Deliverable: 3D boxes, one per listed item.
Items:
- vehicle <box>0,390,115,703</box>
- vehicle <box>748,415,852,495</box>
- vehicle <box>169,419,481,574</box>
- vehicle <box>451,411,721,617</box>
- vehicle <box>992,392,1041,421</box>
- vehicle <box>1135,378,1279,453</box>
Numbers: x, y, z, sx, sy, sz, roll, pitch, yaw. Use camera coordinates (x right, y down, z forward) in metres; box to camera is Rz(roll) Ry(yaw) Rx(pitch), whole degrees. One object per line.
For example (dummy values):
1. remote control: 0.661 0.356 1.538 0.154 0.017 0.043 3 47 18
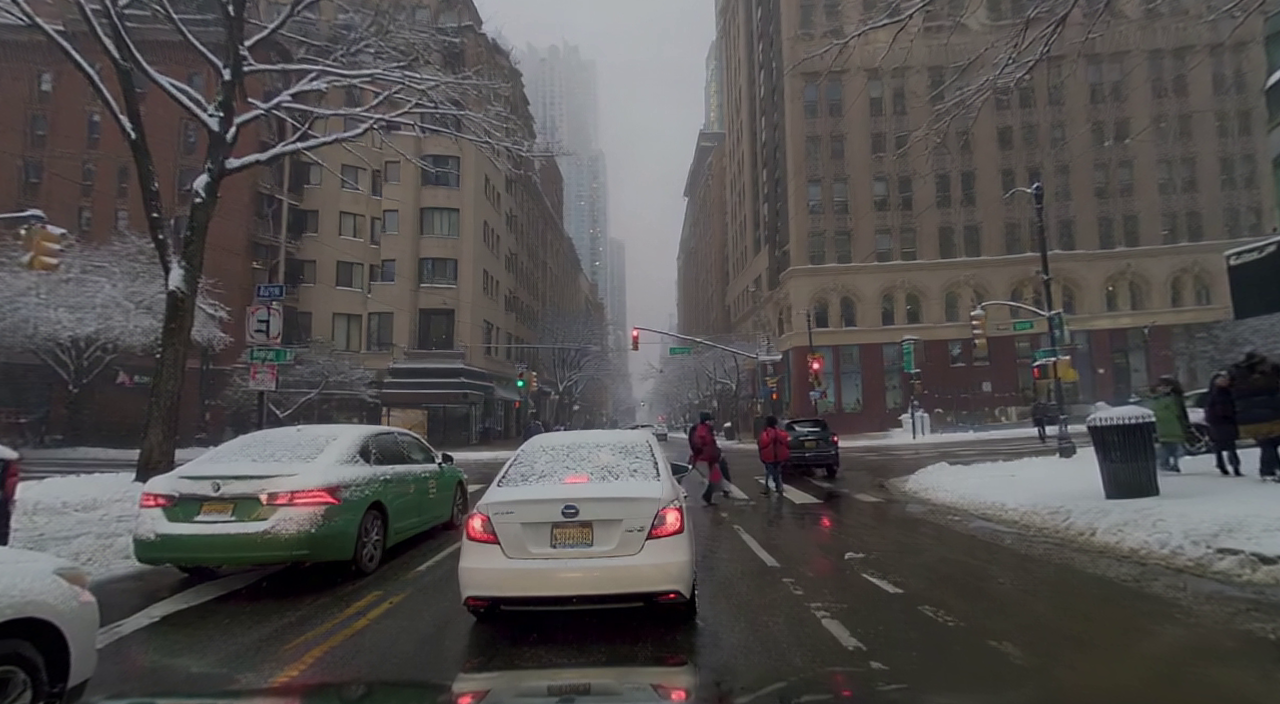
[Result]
1. vehicle: -3.907 0.699 1.194 1.995 1.524 4.438 0 -8 0
2. vehicle: 3.756 2.513 15.633 1.958 1.667 4.392 -1 -9 7
3. vehicle: -3.685 1.755 8.486 1.934 1.522 4.287 0 -8 0
4. vehicle: -0.418 1.496 6.730 1.999 1.520 3.896 0 -8 -1
5. vehicle: 26.579 3.908 44.528 1.979 1.769 4.657 -7 -11 40
6. vehicle: 21.627 2.359 22.882 5.863 2.493 2.354 2 -9 -12
